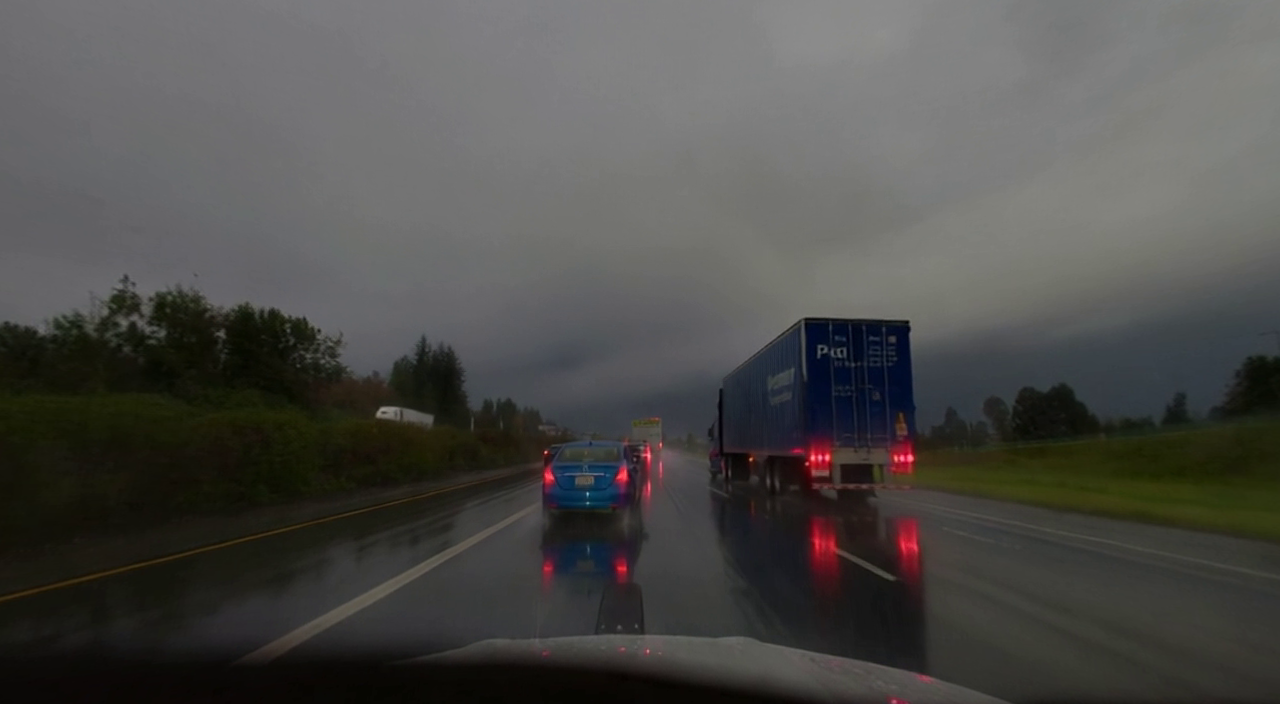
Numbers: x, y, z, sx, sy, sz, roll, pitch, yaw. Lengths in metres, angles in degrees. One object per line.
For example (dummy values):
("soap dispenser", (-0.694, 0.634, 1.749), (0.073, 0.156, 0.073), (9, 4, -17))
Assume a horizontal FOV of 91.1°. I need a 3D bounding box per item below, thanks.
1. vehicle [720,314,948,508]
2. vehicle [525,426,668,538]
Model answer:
("vehicle", (4.881, 2.256, 20.112), (2.825, 4.043, 14.051), (0, -9, 0))
("vehicle", (-0.628, 2.146, 10.902), (2.038, 1.582, 3.729), (0, -9, 0))
